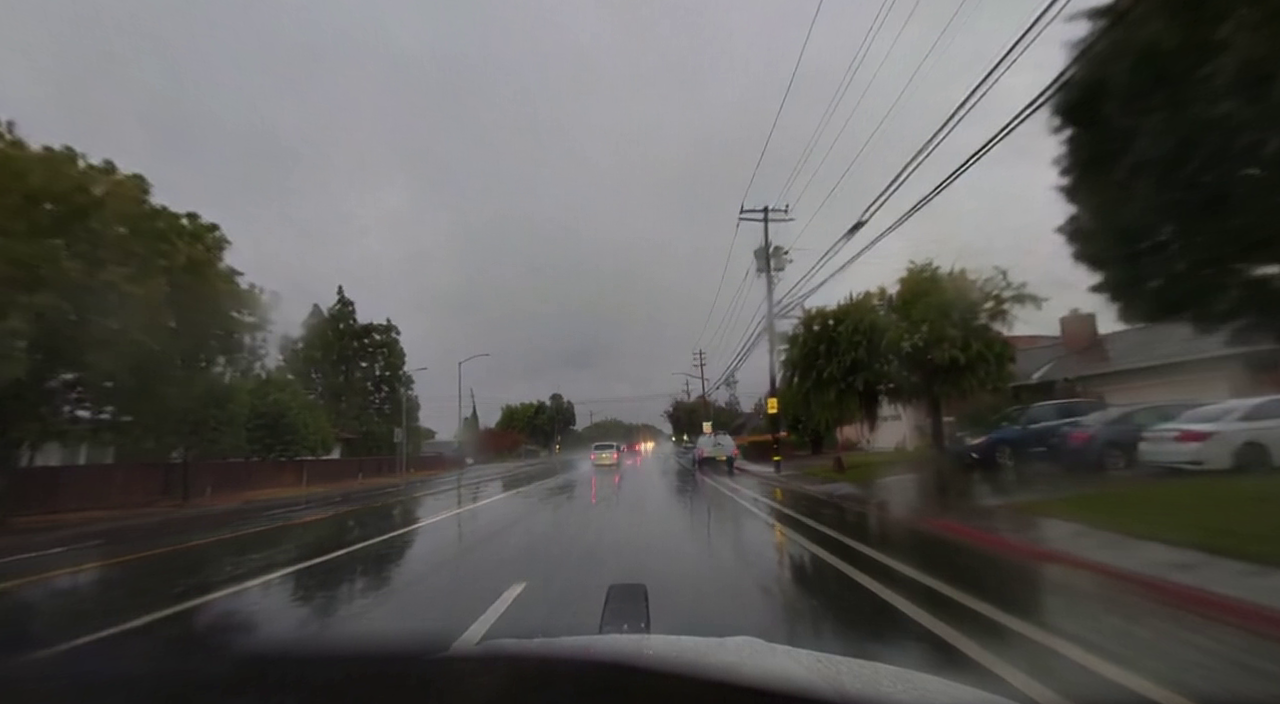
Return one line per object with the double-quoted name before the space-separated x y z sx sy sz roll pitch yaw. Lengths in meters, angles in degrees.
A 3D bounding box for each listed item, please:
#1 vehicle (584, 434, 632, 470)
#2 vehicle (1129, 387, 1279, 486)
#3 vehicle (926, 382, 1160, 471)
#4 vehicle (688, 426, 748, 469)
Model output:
"vehicle" -1.722 5.633 35.694 2.327 1.861 4.941 -1 -9 2
"vehicle" 12.336 1.415 11.748 4.719 1.553 1.889 -5 -8 0
"vehicle" 11.290 2.153 18.002 5.042 1.803 2.134 -7 -9 0
"vehicle" 4.219 5.354 35.294 2.622 2.137 6.267 1 -9 1
